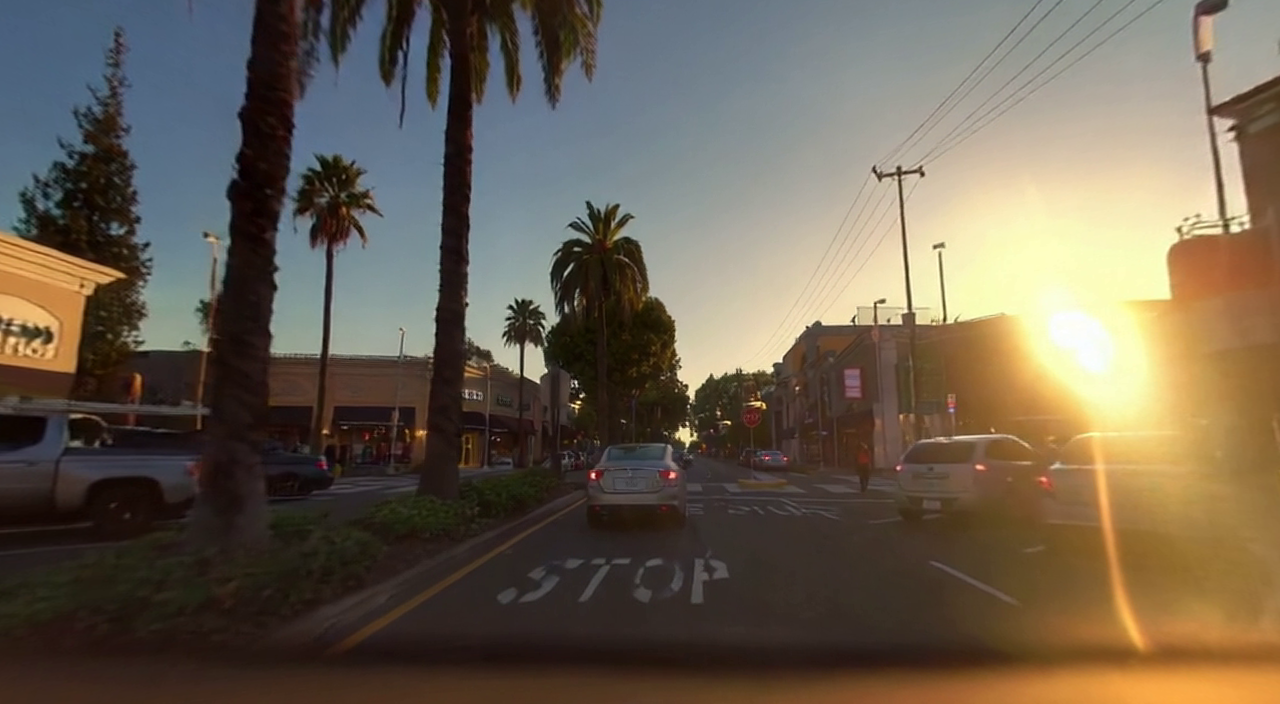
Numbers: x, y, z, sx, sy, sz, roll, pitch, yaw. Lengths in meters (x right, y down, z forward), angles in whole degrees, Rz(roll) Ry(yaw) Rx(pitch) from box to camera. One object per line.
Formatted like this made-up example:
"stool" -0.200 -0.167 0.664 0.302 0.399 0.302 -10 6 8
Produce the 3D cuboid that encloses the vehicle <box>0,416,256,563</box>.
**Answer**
"vehicle" -10.216 2.009 9.630 6.873 2.051 2.823 6 -9 -44

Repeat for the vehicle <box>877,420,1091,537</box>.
"vehicle" 6.335 2.163 11.388 4.623 1.650 1.937 8 -12 -43

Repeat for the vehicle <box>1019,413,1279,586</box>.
"vehicle" 6.594 1.666 7.871 3.754 1.592 1.939 7 -11 -39

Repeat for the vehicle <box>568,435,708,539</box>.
"vehicle" 0.119 2.267 11.213 2.031 1.479 3.969 -1 -9 4
